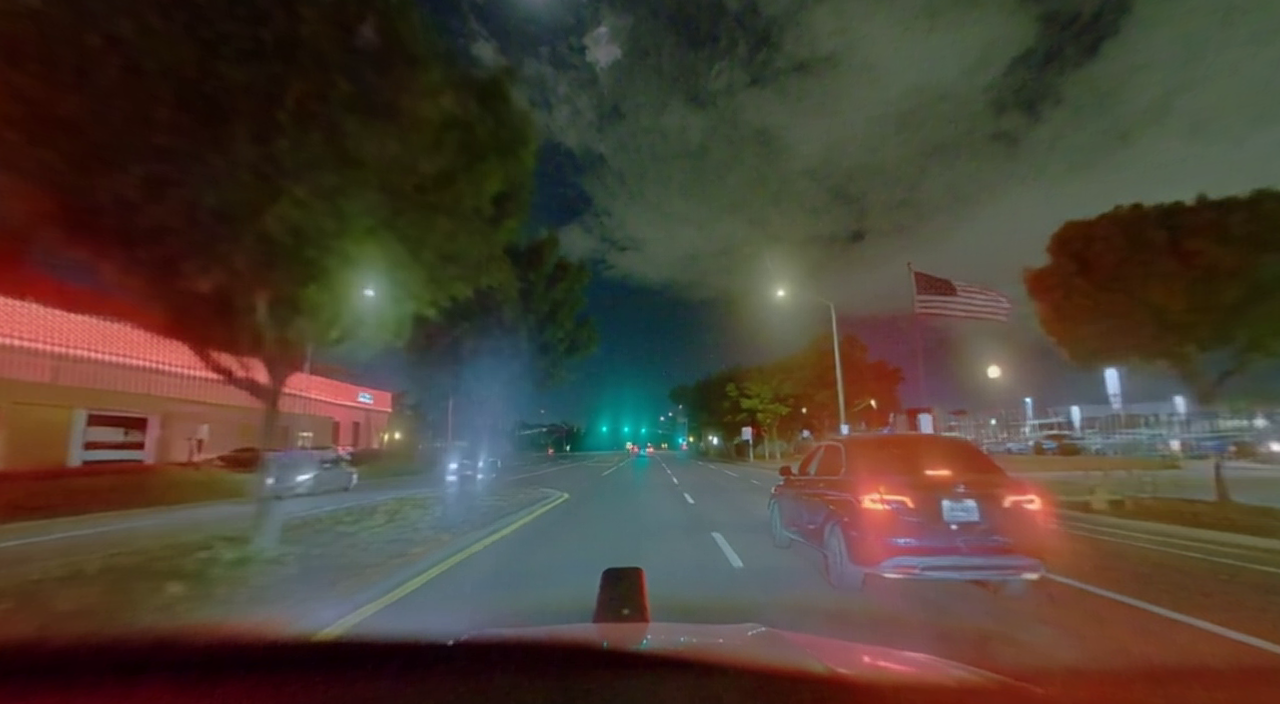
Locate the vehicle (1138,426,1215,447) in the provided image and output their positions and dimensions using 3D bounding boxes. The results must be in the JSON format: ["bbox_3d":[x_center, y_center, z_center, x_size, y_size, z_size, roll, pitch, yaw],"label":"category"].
[{"bbox_3d":[39.298,6.235,46.319,1.800,1.432,4.691,-1,-8,4],"label":"vehicle"}]

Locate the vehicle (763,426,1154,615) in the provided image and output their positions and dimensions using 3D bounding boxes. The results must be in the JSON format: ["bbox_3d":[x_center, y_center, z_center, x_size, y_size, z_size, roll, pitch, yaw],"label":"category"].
[{"bbox_3d":[3.002,1.690,7.420,2.091,1.472,4.697,0,-8,-1],"label":"vehicle"}]

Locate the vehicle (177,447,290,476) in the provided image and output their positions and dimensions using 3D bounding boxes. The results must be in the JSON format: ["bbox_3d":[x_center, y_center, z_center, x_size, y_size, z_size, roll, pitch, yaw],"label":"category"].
[{"bbox_3d":[-23.189,6.245,36.101,4.980,1.521,2.089,0,-8,0],"label":"vehicle"}]

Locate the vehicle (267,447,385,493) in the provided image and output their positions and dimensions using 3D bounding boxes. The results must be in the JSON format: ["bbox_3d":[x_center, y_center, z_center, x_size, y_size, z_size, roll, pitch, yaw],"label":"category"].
[{"bbox_3d":[-11.430,4.300,23.355,1.938,1.487,4.623,0,-8,1],"label":"vehicle"}]

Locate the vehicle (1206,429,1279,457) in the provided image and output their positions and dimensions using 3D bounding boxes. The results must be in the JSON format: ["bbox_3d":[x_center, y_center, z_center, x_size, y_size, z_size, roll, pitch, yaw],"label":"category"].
[{"bbox_3d":[34.191,4.993,34.505,1.988,1.455,4.878,0,-8,3],"label":"vehicle"}]

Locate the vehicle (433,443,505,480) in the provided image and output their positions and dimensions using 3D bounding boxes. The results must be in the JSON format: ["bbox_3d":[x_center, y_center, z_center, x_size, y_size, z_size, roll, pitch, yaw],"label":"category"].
[{"bbox_3d":[-7.683,4.944,28.759,1.904,1.501,4.313,-1,-9,2],"label":"vehicle"}]
